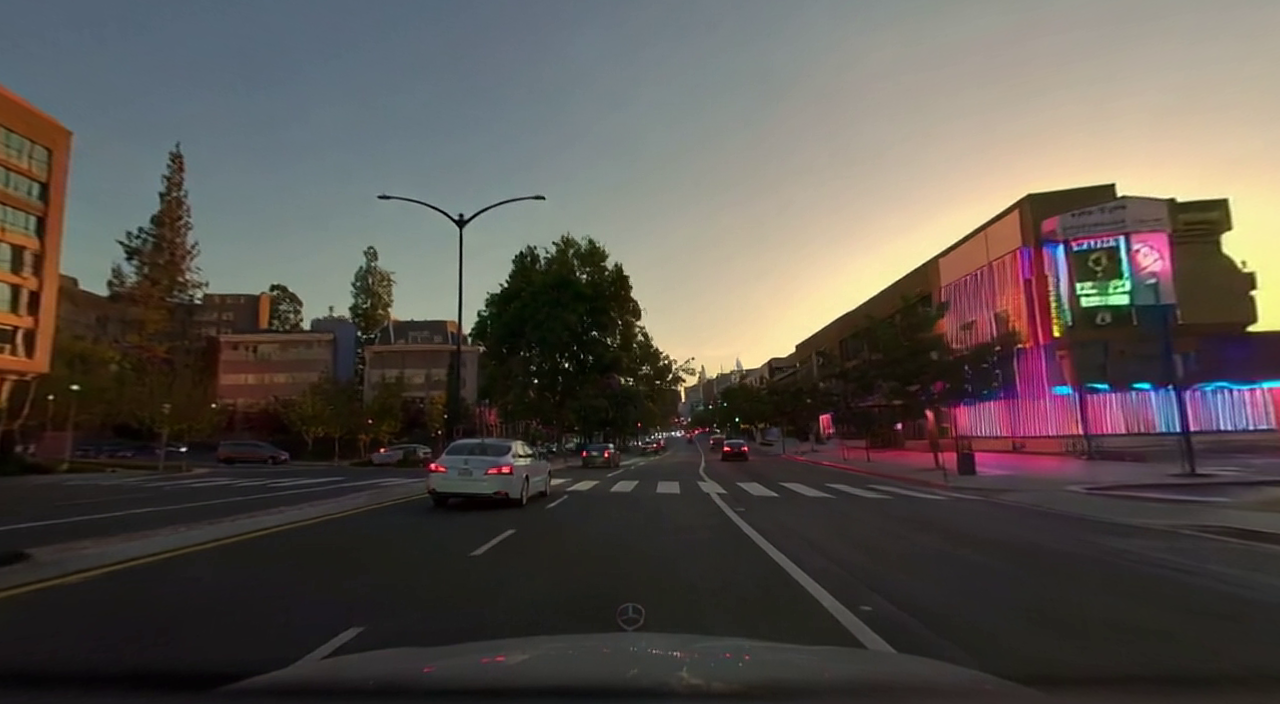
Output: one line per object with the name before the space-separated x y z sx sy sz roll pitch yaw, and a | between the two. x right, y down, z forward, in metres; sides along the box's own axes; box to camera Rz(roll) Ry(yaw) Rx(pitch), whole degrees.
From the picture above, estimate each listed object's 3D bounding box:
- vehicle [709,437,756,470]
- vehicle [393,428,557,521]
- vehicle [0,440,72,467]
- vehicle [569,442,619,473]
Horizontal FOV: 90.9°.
vehicle | 5.080 5.654 35.216 2.103 1.699 4.171 0 -8 1
vehicle | -3.131 2.441 13.108 2.118 1.568 4.436 0 -8 1
vehicle | -40.395 6.597 41.019 1.993 1.726 4.713 -7 -11 40
vehicle | -2.283 5.409 32.472 1.980 1.454 4.226 -1 -8 4
